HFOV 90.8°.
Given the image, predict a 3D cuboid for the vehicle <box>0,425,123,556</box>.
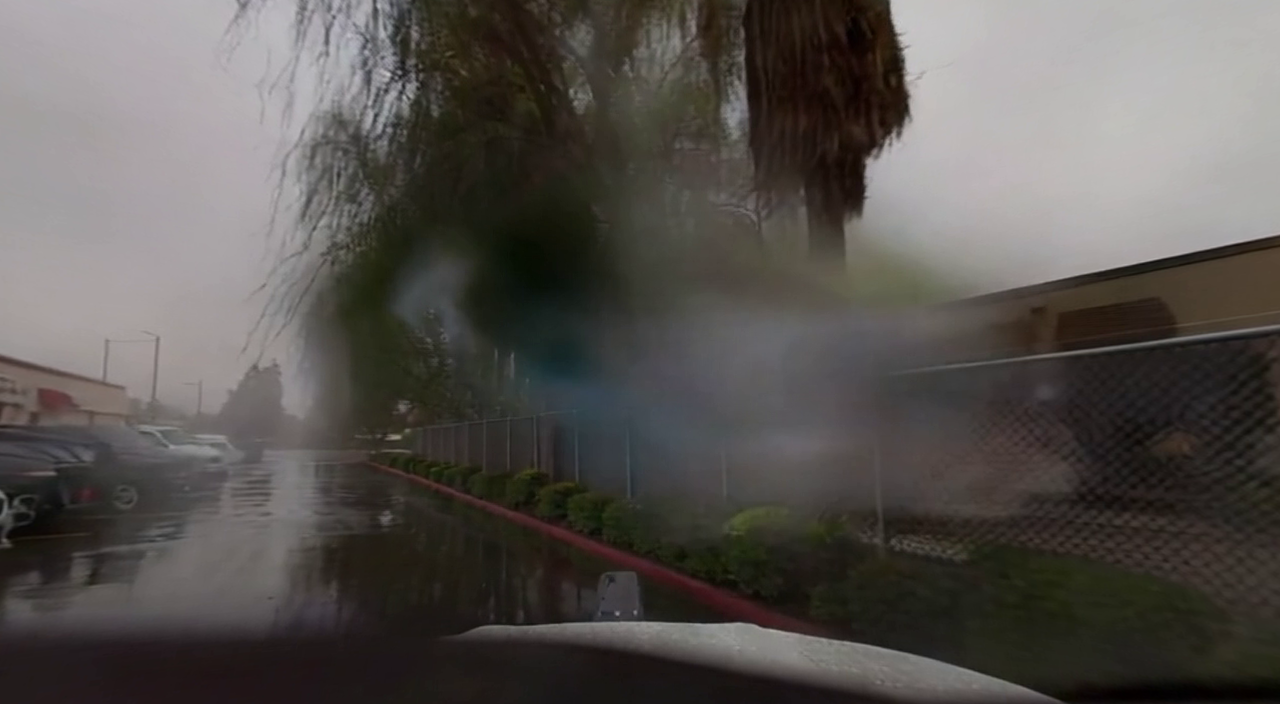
[{"bbox_3d":[-10.297,1.897,8.786,4.304,1.718,1.936,4,-9,-23],"label":"vehicle"}]
